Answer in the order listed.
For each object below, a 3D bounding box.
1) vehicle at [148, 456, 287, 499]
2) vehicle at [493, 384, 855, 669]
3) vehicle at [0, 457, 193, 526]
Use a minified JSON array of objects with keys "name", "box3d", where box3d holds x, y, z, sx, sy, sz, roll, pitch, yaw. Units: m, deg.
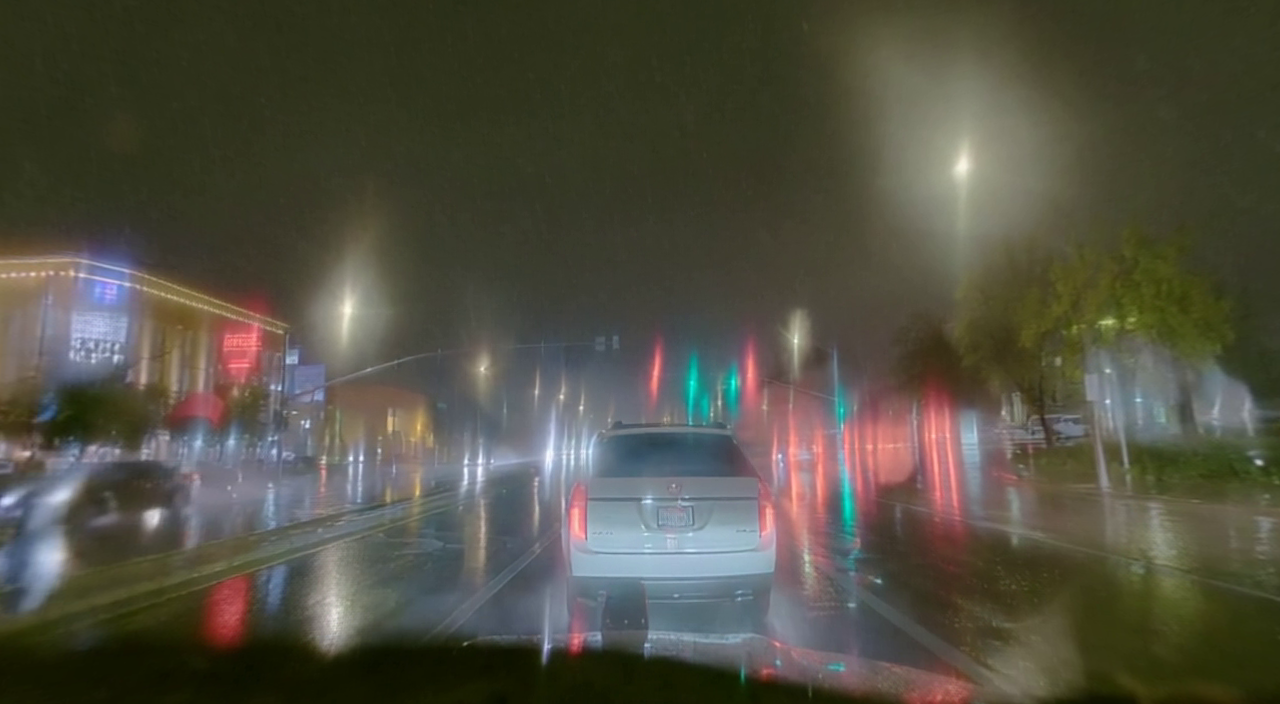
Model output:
[{"name":"vehicle","box3d":[-18.588,5.485,27.980,1.981,1.659,4.608,-5,-10,29]},{"name":"vehicle","box3d":[0.201,1.310,5.732,2.125,1.669,3.880,0,-8,0]},{"name":"vehicle","box3d":[-14.181,3.562,16.544,1.991,1.486,3.844,0,-8,1]}]
